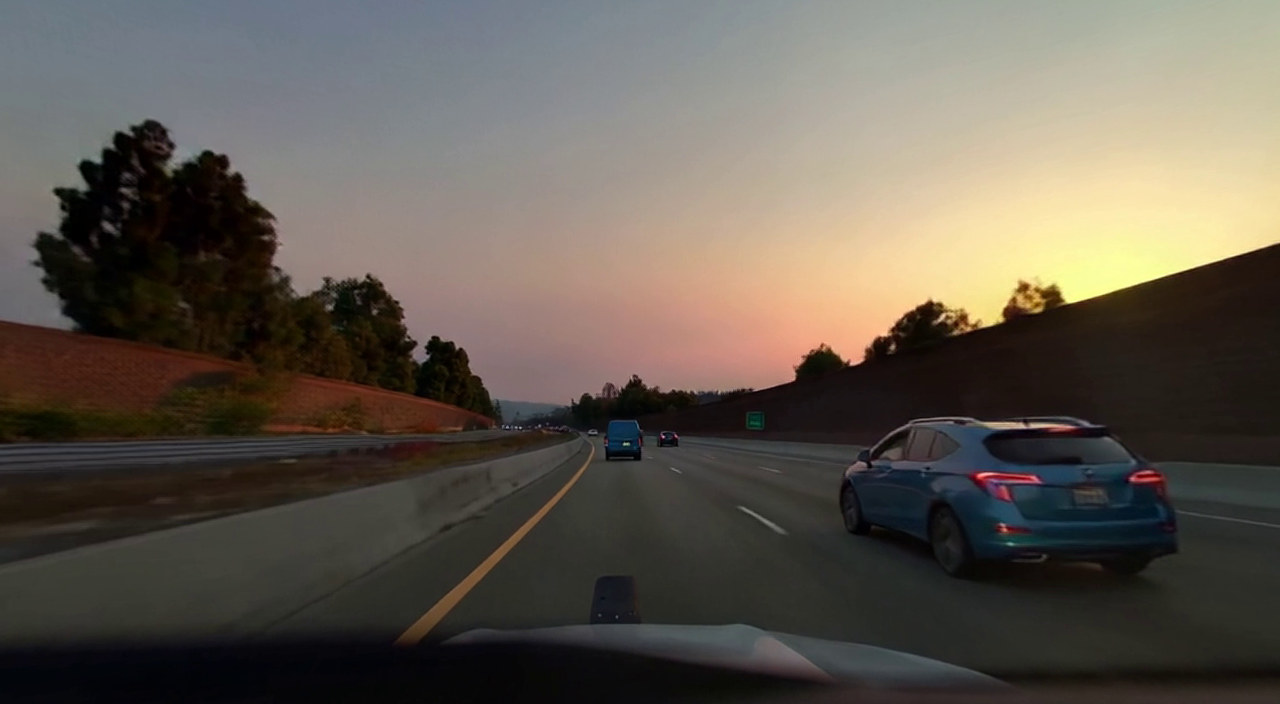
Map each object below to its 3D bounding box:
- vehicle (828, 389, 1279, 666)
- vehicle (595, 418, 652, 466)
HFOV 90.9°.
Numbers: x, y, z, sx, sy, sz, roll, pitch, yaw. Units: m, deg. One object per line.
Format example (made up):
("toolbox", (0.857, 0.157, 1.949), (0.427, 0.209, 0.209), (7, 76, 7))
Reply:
("vehicle", (3.438, 1.293, 5.755), (2.078, 1.600, 4.012), (0, -8, -2))
("vehicle", (-0.807, 4.116, 29.017), (2.403, 1.994, 4.683), (0, -8, -3))
